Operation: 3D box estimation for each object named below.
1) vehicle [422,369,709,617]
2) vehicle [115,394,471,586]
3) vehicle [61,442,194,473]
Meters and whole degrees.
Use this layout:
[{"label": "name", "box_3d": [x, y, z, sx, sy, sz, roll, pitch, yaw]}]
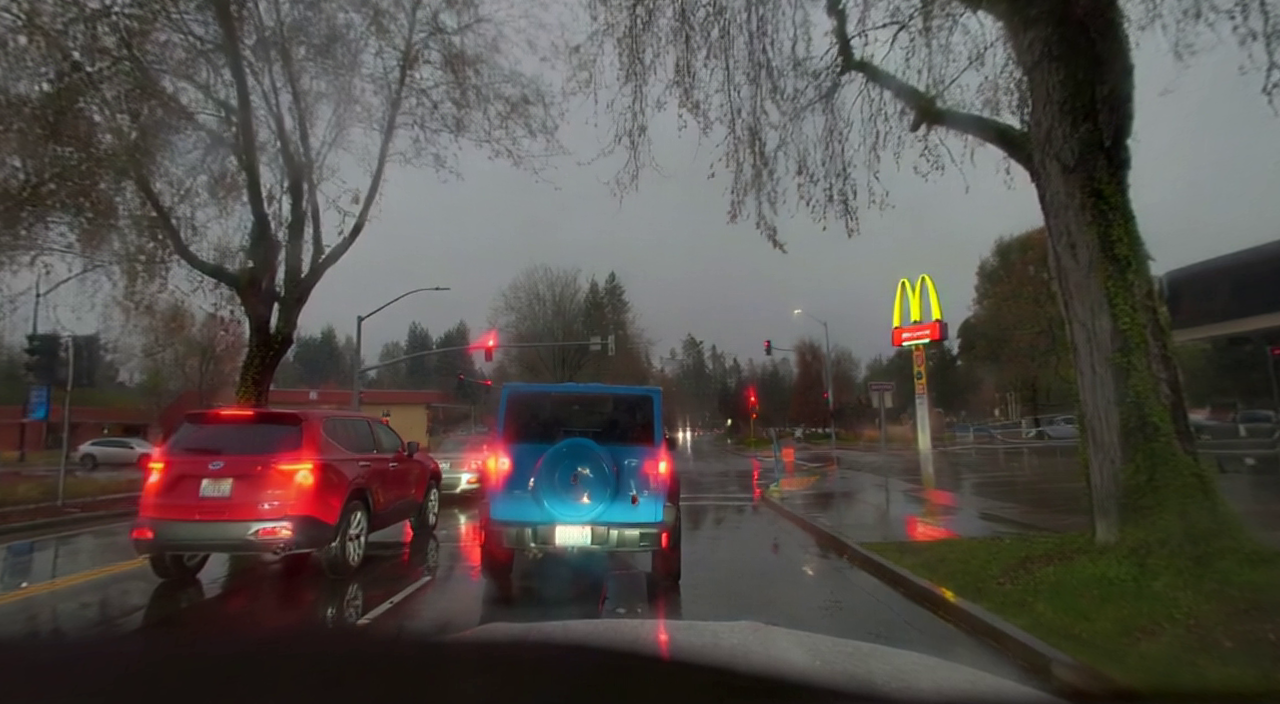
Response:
[{"label": "vehicle", "box_3d": [-0.631, 1.439, 7.341, 2.224, 1.923, 4.643, 0, -8, -1]}, {"label": "vehicle", "box_3d": [-3.915, 1.649, 8.336, 2.130, 1.819, 4.497, 0, -8, 0]}, {"label": "vehicle", "box_3d": [-25.258, 5.190, 31.360, 4.713, 1.445, 1.887, 4, -9, -24]}]
